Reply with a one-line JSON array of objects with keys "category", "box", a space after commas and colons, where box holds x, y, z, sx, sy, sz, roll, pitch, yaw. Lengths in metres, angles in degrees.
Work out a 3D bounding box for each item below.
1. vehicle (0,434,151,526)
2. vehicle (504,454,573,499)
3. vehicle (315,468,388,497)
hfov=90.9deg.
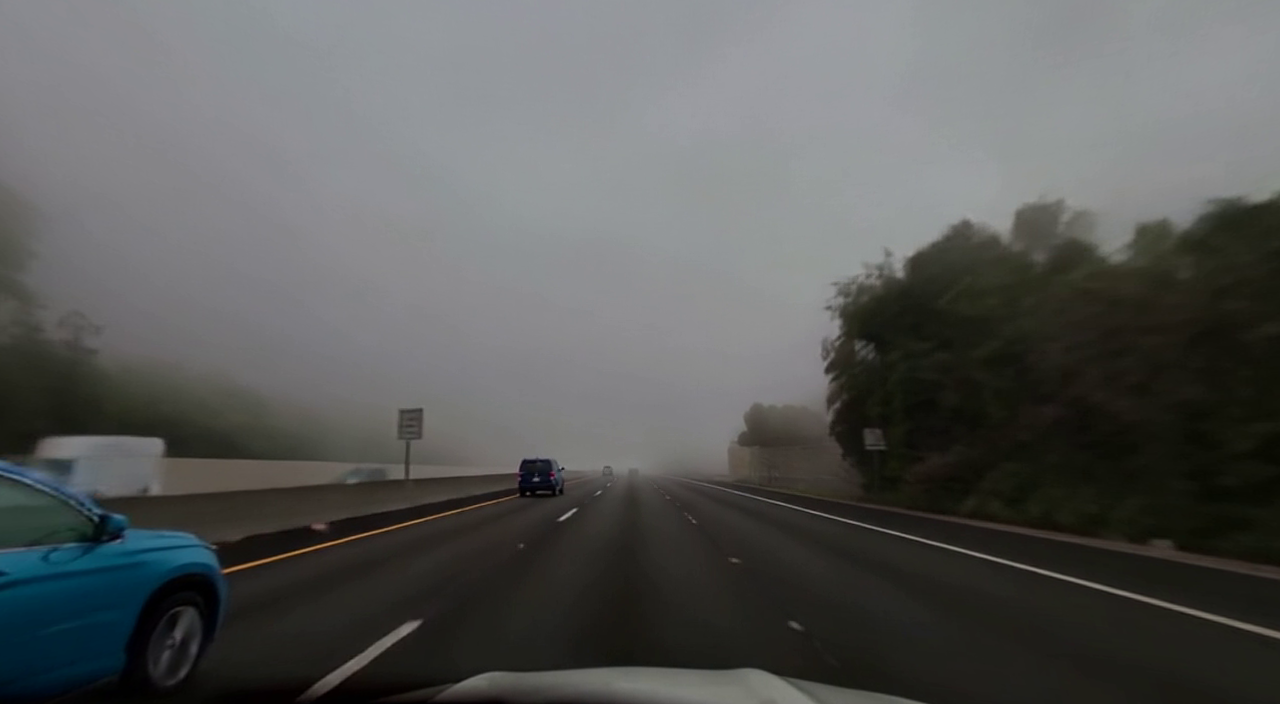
[{"category": "vehicle", "box": [-20.368, 4.257, 21.281, 2.557, 2.682, 6.194, 1, -10, 0]}, {"category": "vehicle", "box": [-4.319, 5.443, 27.677, 2.178, 1.736, 4.847, 1, -10, 0]}, {"category": "vehicle", "box": [-16.368, 7.401, 36.026, 1.938, 1.479, 4.676, 1, -10, 0]}]
